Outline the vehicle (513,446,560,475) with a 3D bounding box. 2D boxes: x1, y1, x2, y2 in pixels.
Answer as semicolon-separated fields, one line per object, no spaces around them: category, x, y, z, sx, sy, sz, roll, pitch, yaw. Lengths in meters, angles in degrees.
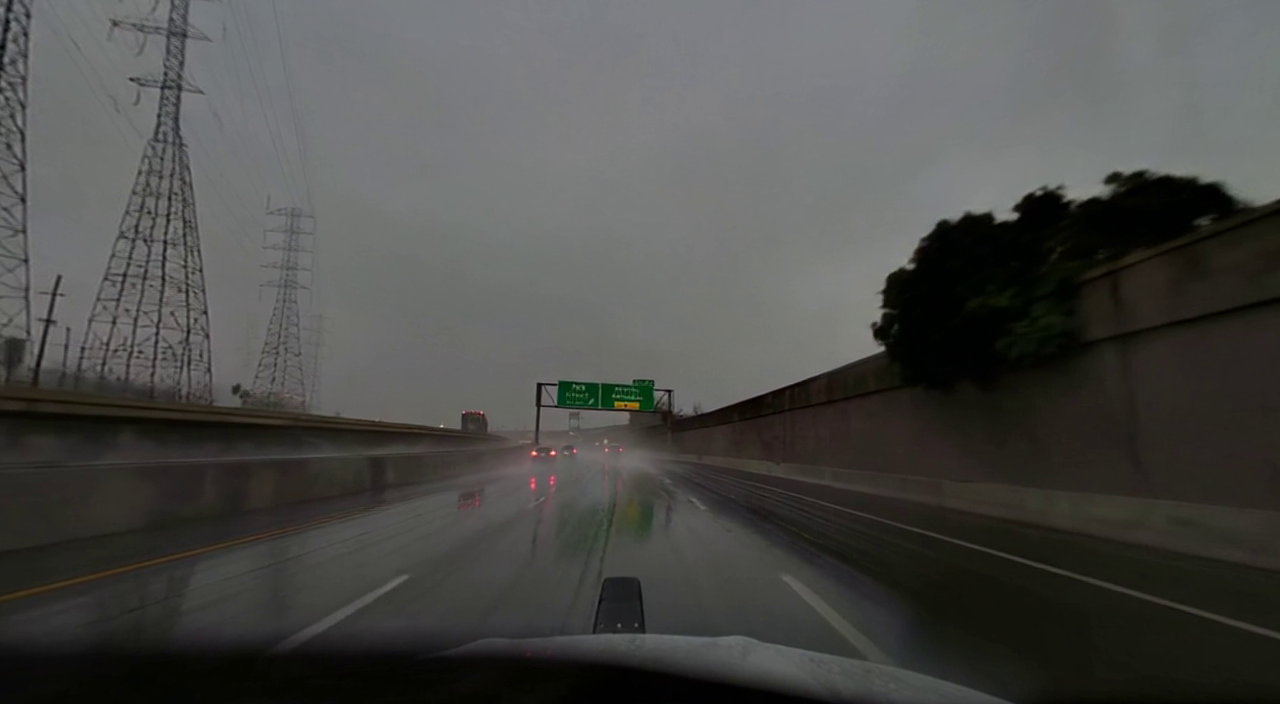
vehicle;-5.438;5.740;33.622;1.921;1.420;4.078;0;-9;-2
